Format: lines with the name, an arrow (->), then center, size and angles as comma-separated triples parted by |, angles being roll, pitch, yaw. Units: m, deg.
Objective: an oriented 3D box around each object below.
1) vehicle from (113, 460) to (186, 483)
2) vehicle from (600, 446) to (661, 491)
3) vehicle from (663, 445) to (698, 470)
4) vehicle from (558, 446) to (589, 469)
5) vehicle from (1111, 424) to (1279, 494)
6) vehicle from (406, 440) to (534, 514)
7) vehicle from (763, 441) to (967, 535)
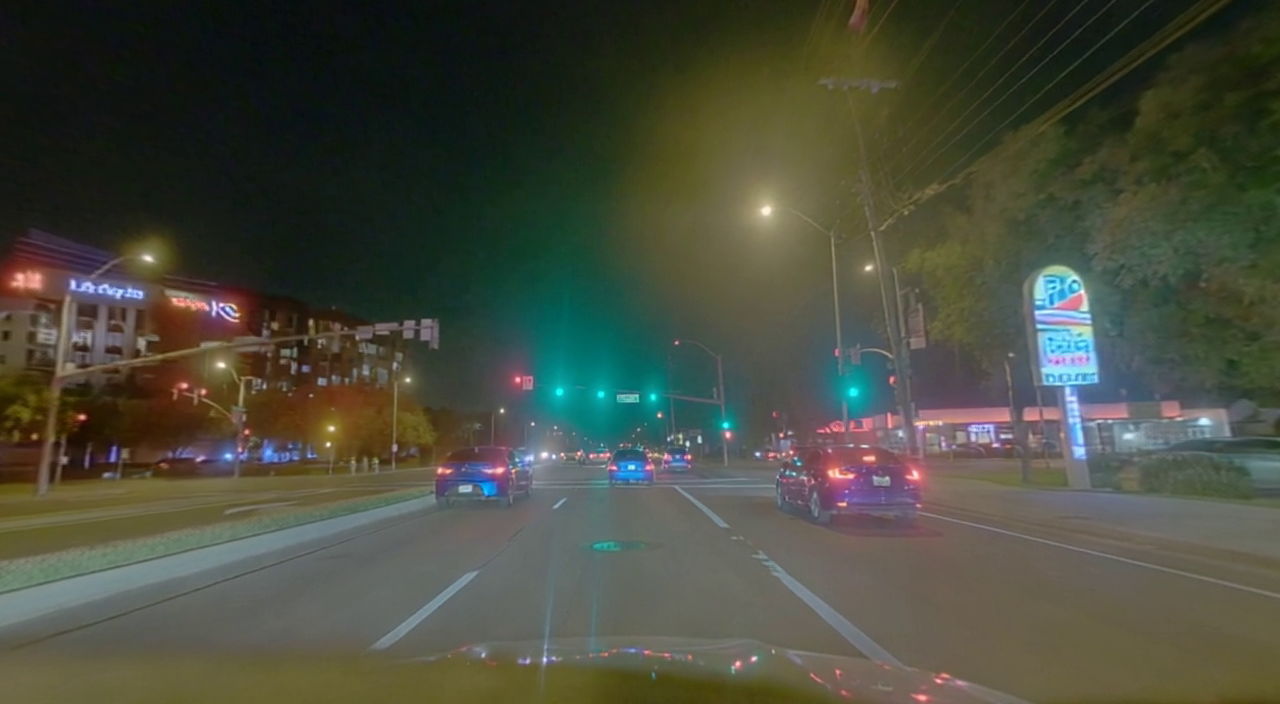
vehicle -> -37.892, 9.207, 48.855 | 3.931, 1.653, 2.134 | -1, -9, 6
vehicle -> -0.379, 4.293, 23.682 | 2.072, 1.473, 4.139 | 0, -8, -2
vehicle -> 2.777, 7.371, 44.262 | 1.986, 1.660, 4.006 | 0, -8, -3
vehicle -> -5.017, 8.025, 48.240 | 1.932, 1.606, 4.157 | 0, -8, -1
vehicle -> 15.842, 2.806, 16.796 | 4.941, 1.697, 2.128 | 0, -8, -3
vehicle -> -4.073, 3.049, 16.045 | 2.035, 1.564, 4.702 | 0, -8, -1
vehicle -> 4.123, 2.565, 12.703 | 2.119, 1.479, 4.910 | 0, -8, -3
